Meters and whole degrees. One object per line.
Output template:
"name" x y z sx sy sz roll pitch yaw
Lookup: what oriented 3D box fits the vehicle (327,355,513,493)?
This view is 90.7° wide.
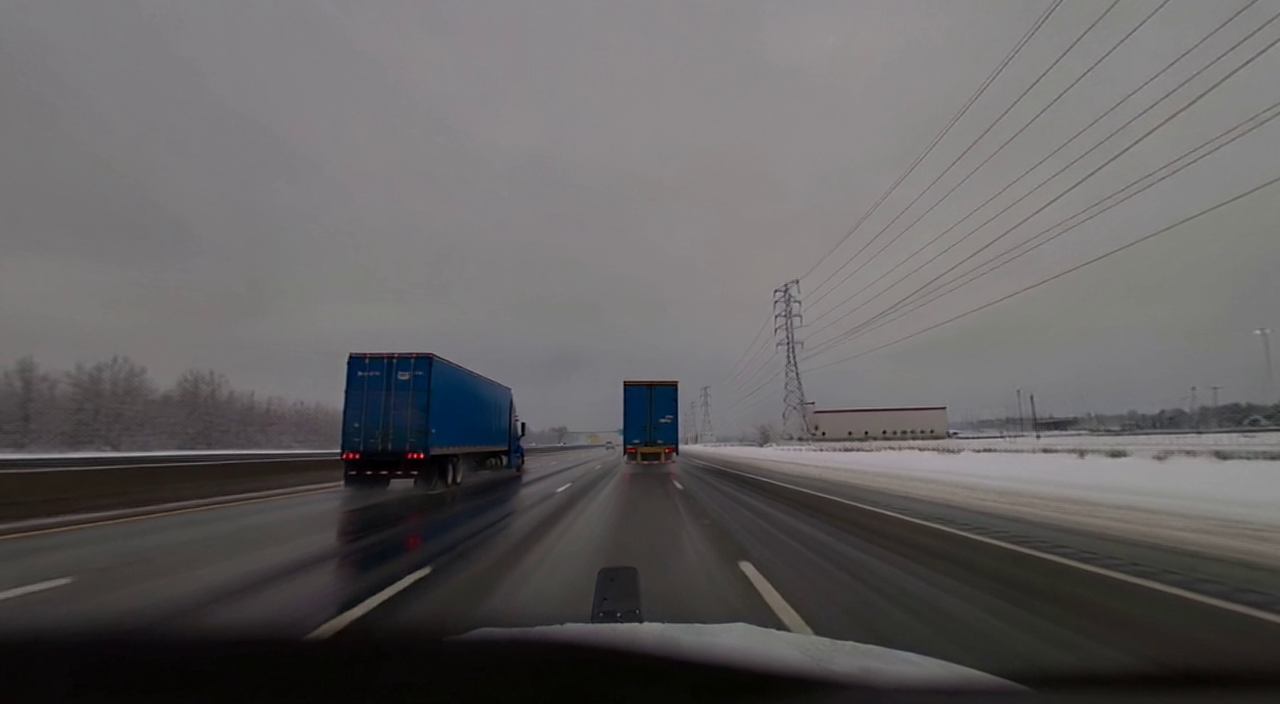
"vehicle" -7.504 2.901 23.994 2.937 3.981 11.119 -1 -8 1

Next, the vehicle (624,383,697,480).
"vehicle" 0.801 3.909 30.300 2.858 3.847 10.034 0 -9 0
